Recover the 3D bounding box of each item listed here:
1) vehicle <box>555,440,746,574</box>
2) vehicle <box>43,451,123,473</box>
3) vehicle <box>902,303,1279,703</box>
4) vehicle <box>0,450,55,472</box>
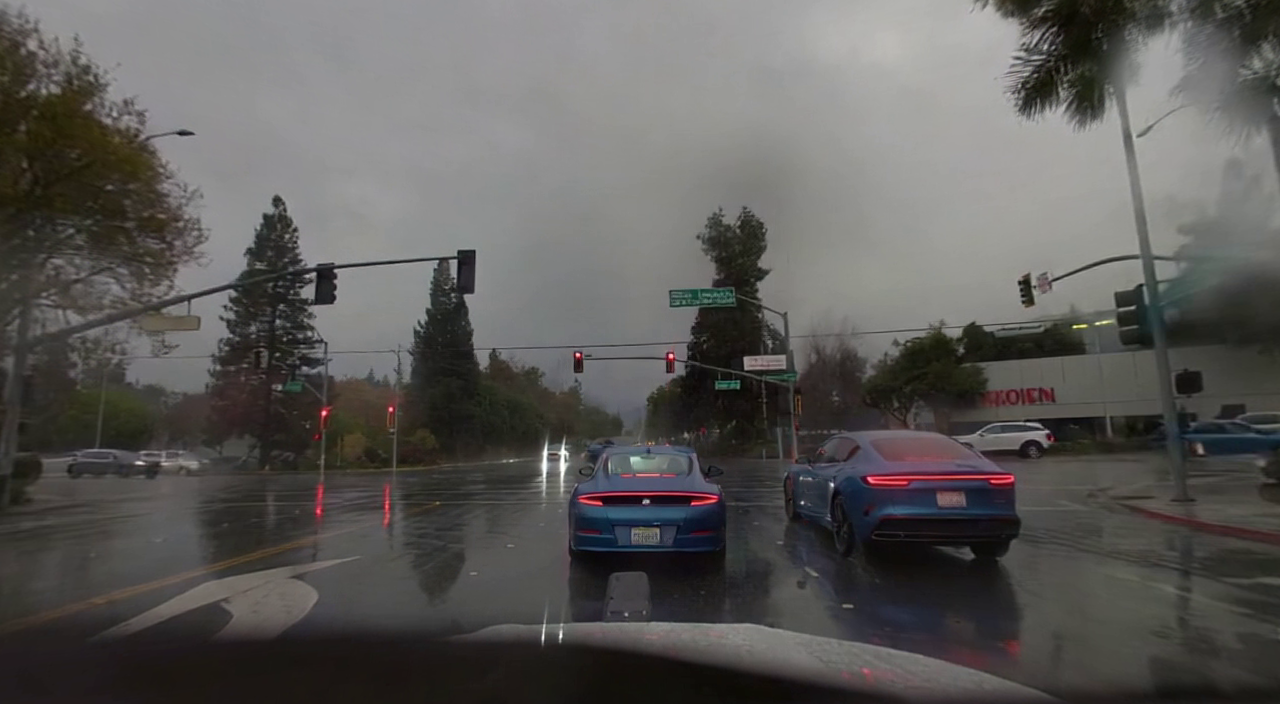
[{"bbox_3d":[0.120,1.872,8.392,1.945,1.343,3.827,0,-8,0],"label":"vehicle"},{"bbox_3d":[-41.296,8.159,46.790,4.195,1.533,1.752,0,-8,-2],"label":"vehicle"},{"bbox_3d":[3.096,0.811,2.527,2.143,1.759,4.531,0,-8,0],"label":"vehicle"},{"bbox_3d":[-46.166,7.960,46.162,4.545,1.558,1.833,0,-8,-4],"label":"vehicle"}]
